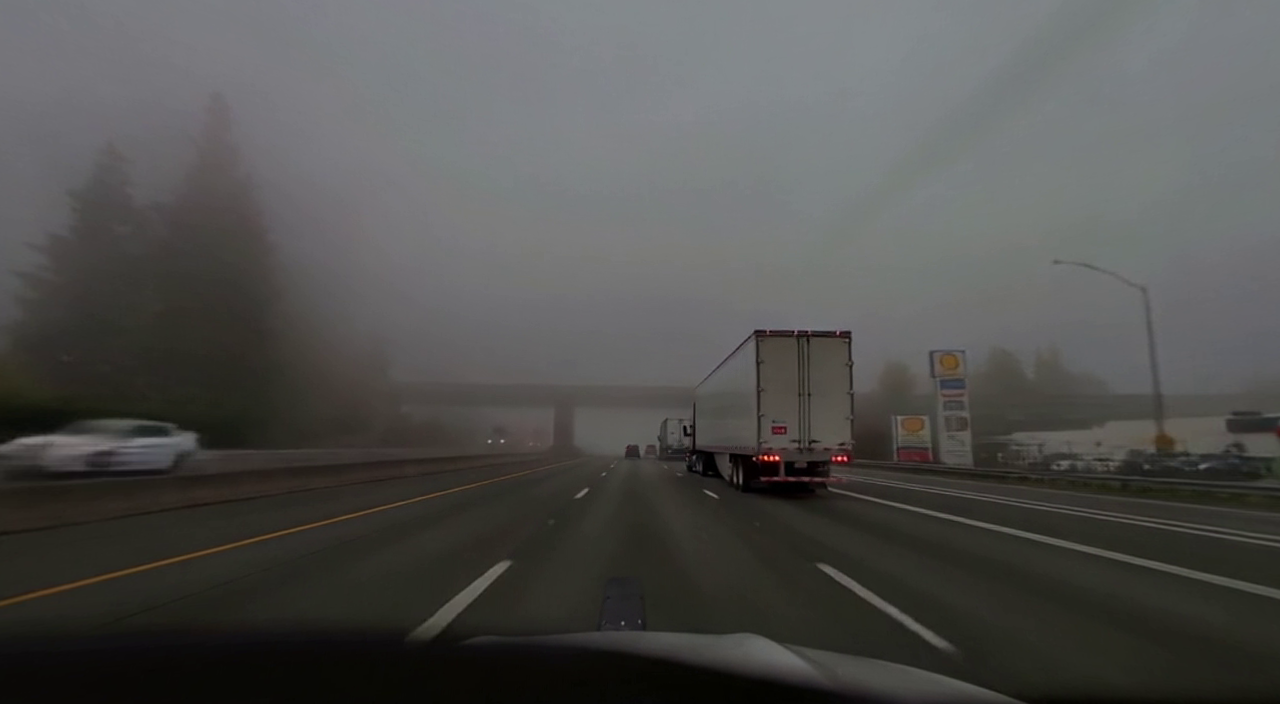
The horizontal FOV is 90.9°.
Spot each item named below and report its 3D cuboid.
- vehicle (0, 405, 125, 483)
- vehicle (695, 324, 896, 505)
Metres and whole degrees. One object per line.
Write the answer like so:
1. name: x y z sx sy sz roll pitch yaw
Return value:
1. vehicle: -12.726 1.845 12.627 1.719 1.433 3.631 0 -9 -1
2. vehicle: 3.994 2.389 20.879 2.922 3.987 14.038 0 -9 -1
